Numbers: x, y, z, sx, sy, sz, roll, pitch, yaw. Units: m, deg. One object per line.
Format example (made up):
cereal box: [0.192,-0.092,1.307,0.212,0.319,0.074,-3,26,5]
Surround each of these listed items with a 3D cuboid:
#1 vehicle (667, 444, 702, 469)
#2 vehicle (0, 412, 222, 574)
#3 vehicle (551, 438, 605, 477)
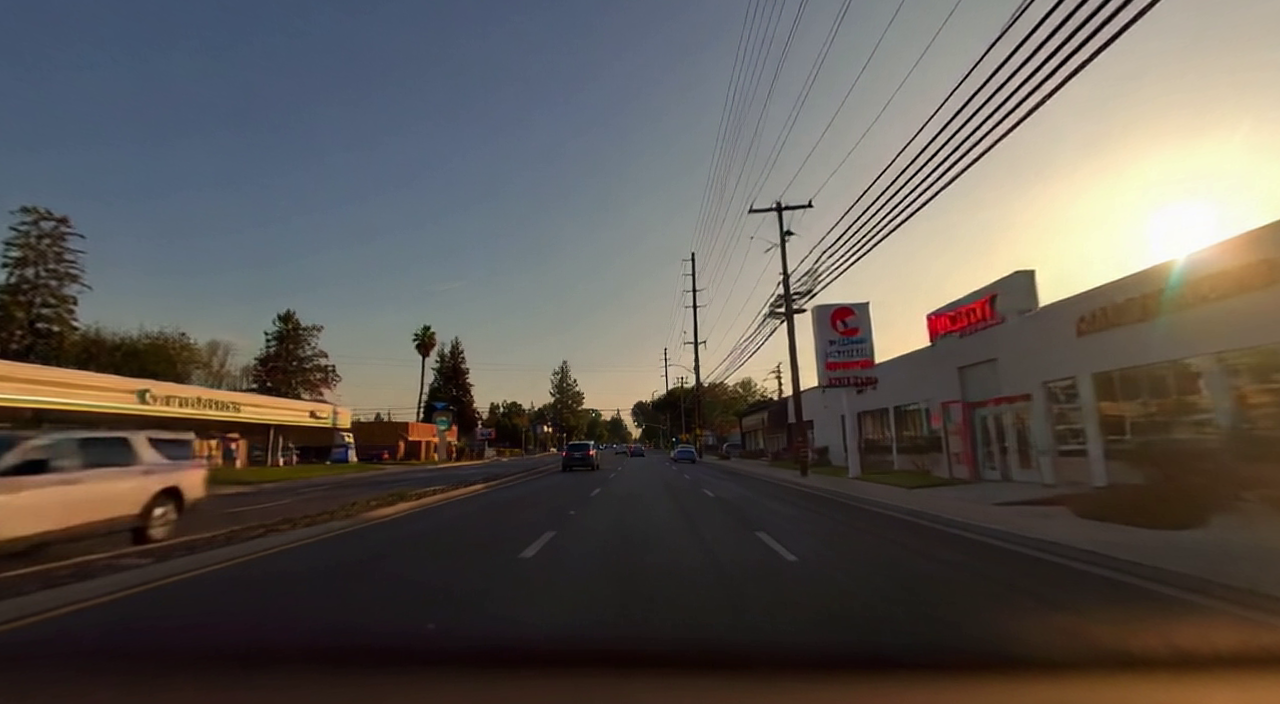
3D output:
vehicle: [2.659,6.406,38.721,1.978,1.455,4.195,0,-9,2]
vehicle: [-8.078,1.729,8.043,2.009,1.773,4.925,0,-9,1]
vehicle: [-2.795,4.873,29.222,2.047,1.664,4.148,0,-9,0]
